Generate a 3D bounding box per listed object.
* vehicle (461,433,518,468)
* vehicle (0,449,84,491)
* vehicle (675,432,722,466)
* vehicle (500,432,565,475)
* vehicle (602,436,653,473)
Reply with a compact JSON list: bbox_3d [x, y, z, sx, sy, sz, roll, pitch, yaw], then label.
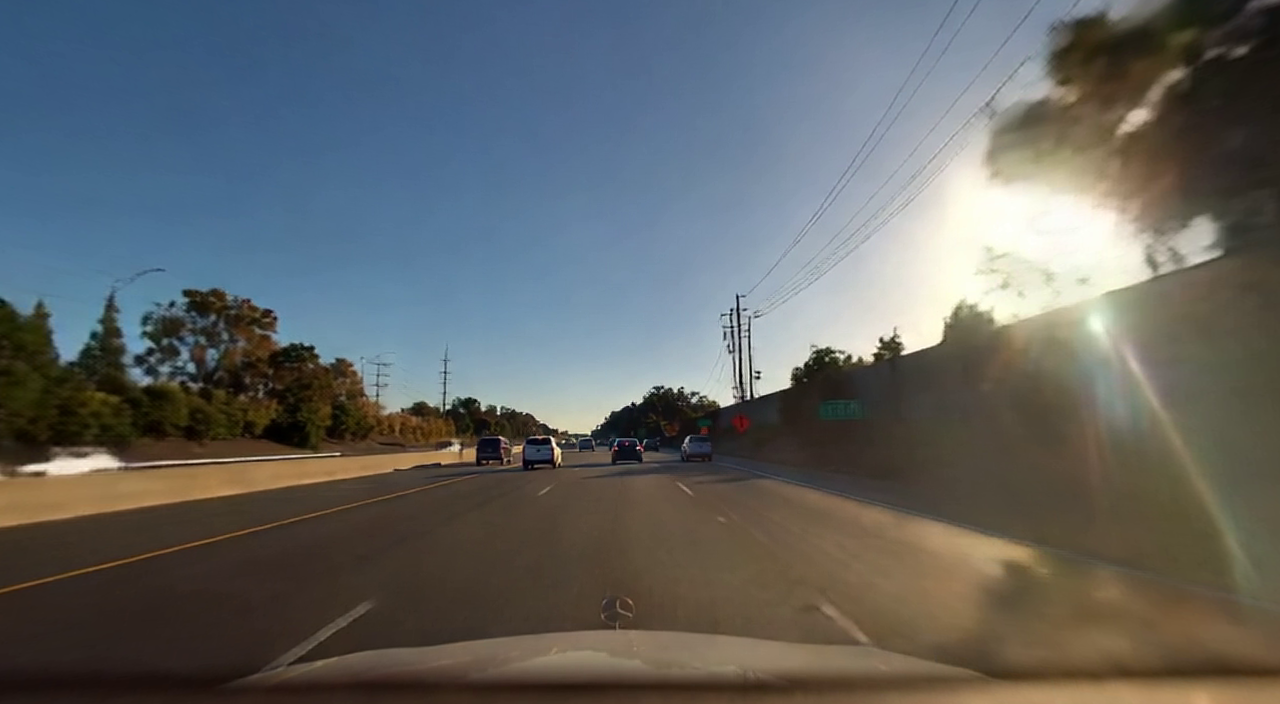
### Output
[{"bbox_3d":[-7.674,5.049,32.641,1.980,1.678,4.255,0,-8,-1],"label":"vehicle"},{"bbox_3d":[-23.637,4.377,23.476,1.749,1.435,4.542,0,-8,-1],"label":"vehicle"},{"bbox_3d":[3.075,5.185,33.964,1.950,1.695,4.446,0,-8,-2],"label":"vehicle"},{"bbox_3d":[-4.385,4.192,26.396,1.901,1.601,4.610,0,-8,0],"label":"vehicle"},{"bbox_3d":[-0.560,4.445,27.702,2.086,1.488,3.440,0,-8,-1],"label":"vehicle"}]
